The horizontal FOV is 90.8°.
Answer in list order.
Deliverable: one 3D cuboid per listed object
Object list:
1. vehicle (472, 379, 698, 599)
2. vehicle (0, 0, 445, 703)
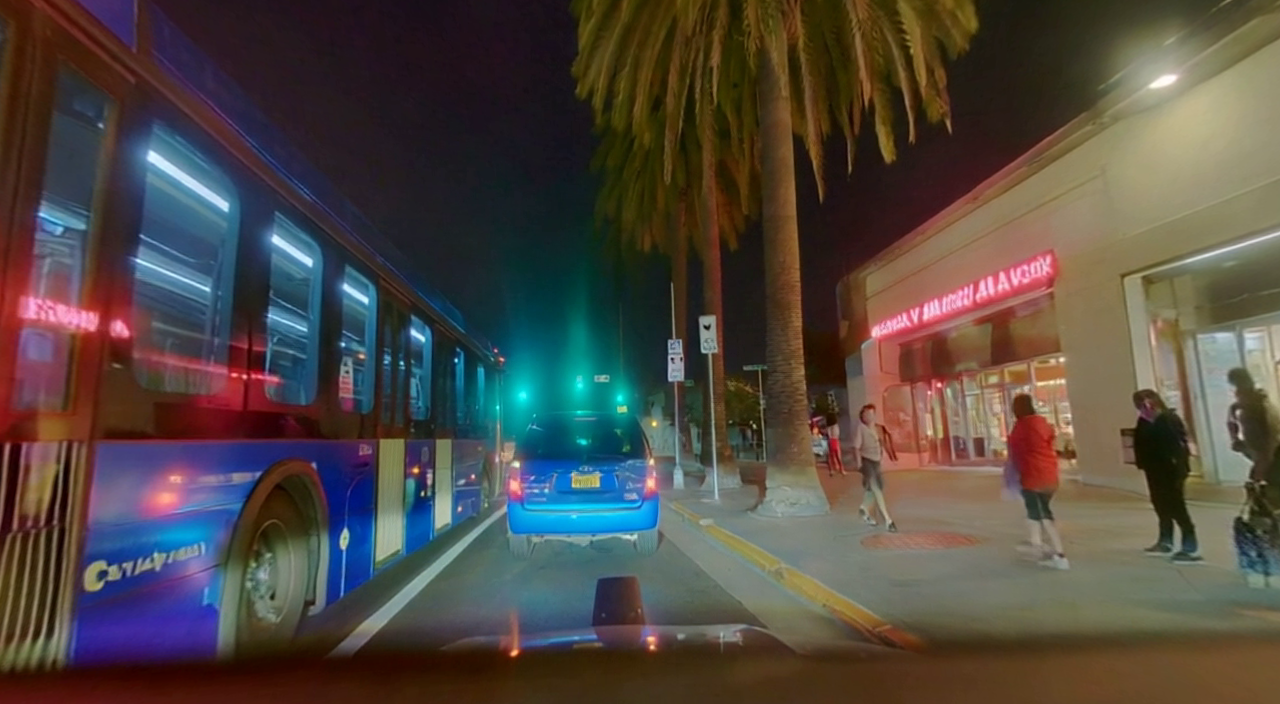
[{"bbox_3d":[-0.805,1.519,7.800,2.002,1.907,4.211,1,-9,-9],"label":"vehicle"},{"bbox_3d":[-3.742,0.091,2.823,2.863,3.233,11.573,0,-8,-4],"label":"vehicle"}]
